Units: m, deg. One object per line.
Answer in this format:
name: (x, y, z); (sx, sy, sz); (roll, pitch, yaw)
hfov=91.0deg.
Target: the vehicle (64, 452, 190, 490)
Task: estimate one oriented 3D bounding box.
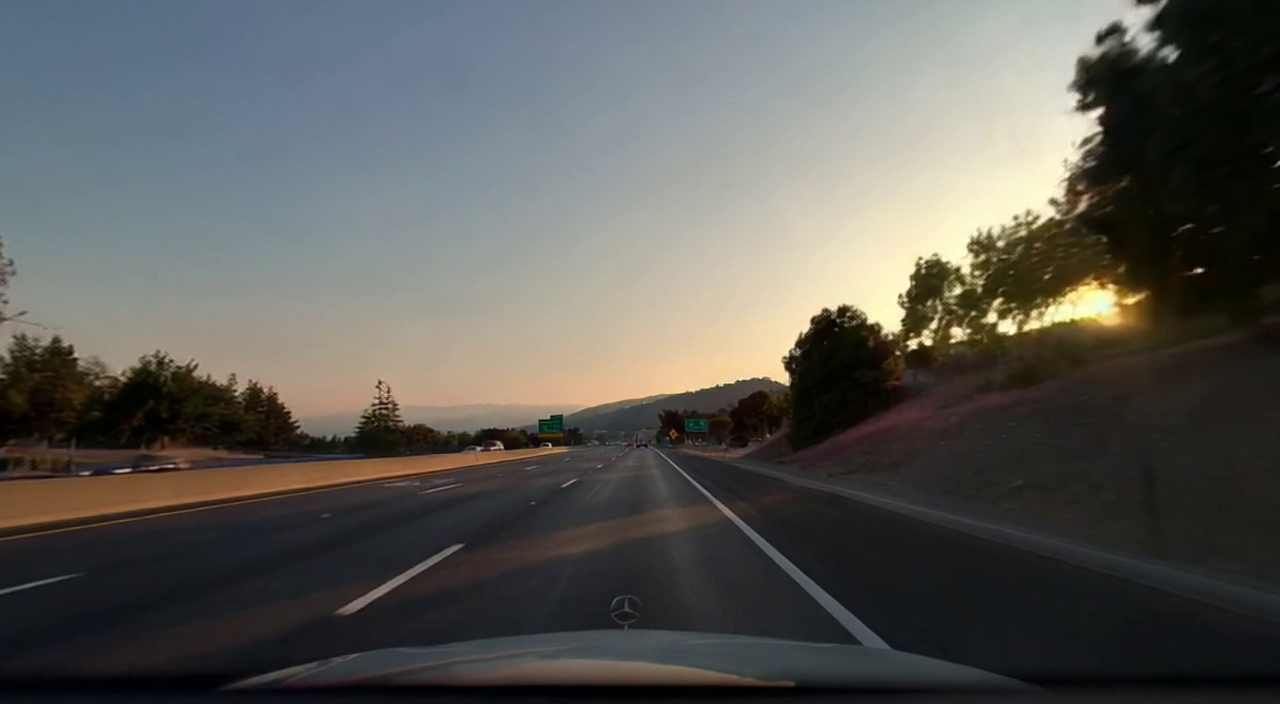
vehicle: (-23.611, 5.462, 29.236); (1.858, 1.546, 4.690); (0, -8, 1)
